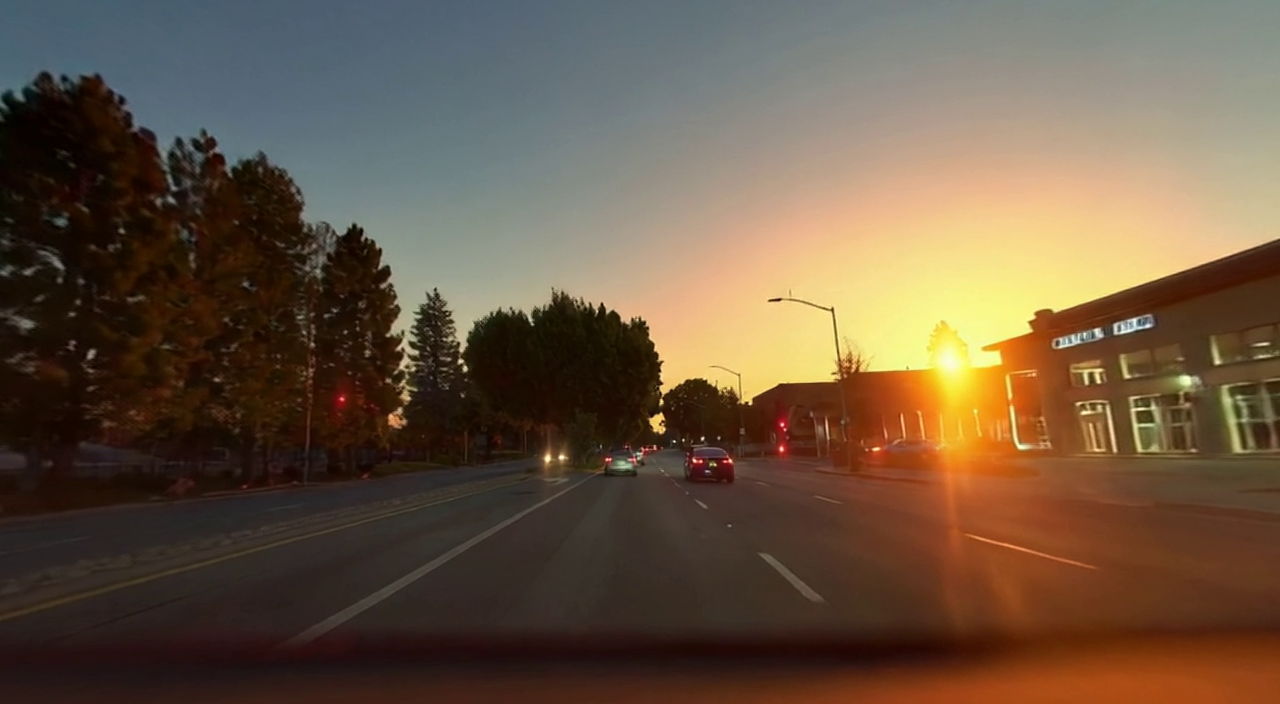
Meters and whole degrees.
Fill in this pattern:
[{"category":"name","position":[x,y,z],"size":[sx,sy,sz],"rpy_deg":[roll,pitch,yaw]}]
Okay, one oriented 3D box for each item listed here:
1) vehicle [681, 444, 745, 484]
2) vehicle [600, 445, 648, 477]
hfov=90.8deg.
[{"category":"vehicle","position":[2.952,4.620,26.473],"size":[2.057,1.491,4.675],"rpy_deg":[0,-8,-1]},{"category":"vehicle","position":[-0.726,5.415,31.552],"size":[2.242,1.474,4.127],"rpy_deg":[0,-8,0]}]
